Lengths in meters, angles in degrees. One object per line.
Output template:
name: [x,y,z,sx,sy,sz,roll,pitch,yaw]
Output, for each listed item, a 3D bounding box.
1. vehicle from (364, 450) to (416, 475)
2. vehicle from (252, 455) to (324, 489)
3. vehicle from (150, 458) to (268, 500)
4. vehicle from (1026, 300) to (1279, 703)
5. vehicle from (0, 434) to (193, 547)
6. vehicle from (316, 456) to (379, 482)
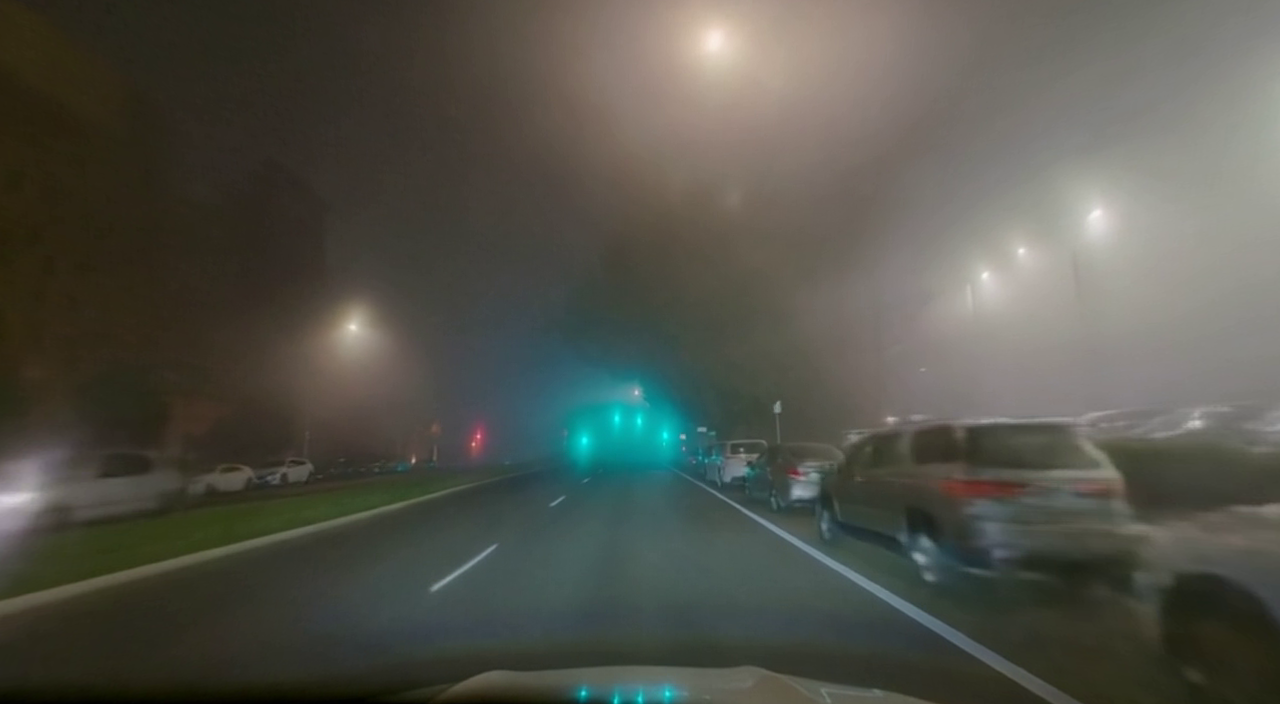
vehicle: [-18.446,8.157,46.904,1.796,1.712,5.268,0,-8,-1]
vehicle: [-18.186,6.181,32.835,1.760,1.566,3.664,0,-8,-3]
vehicle: [-18.095,5.315,26.828,1.958,1.534,4.428,0,-8,-1]
vehicle: [3.356,0.557,1.101,1.906,1.857,5.454,0,-8,0]
vehicle: [-11.118,2.430,11.648,2.127,1.752,4.889,0,-8,0]
vehicle: [-18.392,7.335,39.930,1.900,1.427,4.398,0,-8,0]
